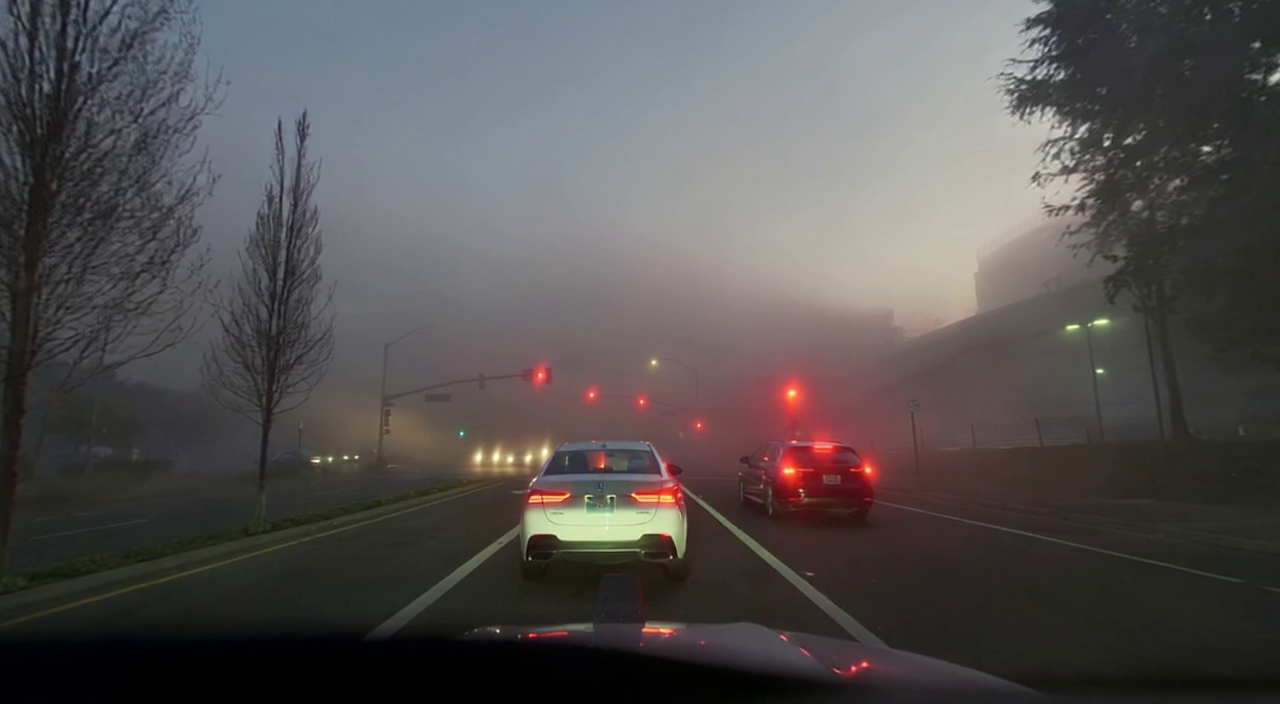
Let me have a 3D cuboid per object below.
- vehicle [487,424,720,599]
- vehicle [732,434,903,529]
[{"bbox_3d":[-0.343,1.646,7.292,2.006,1.487,3.535,0,-9,-1],"label":"vehicle"},{"bbox_3d":[3.133,2.379,12.188,1.910,1.474,4.263,0,-9,-2],"label":"vehicle"}]
